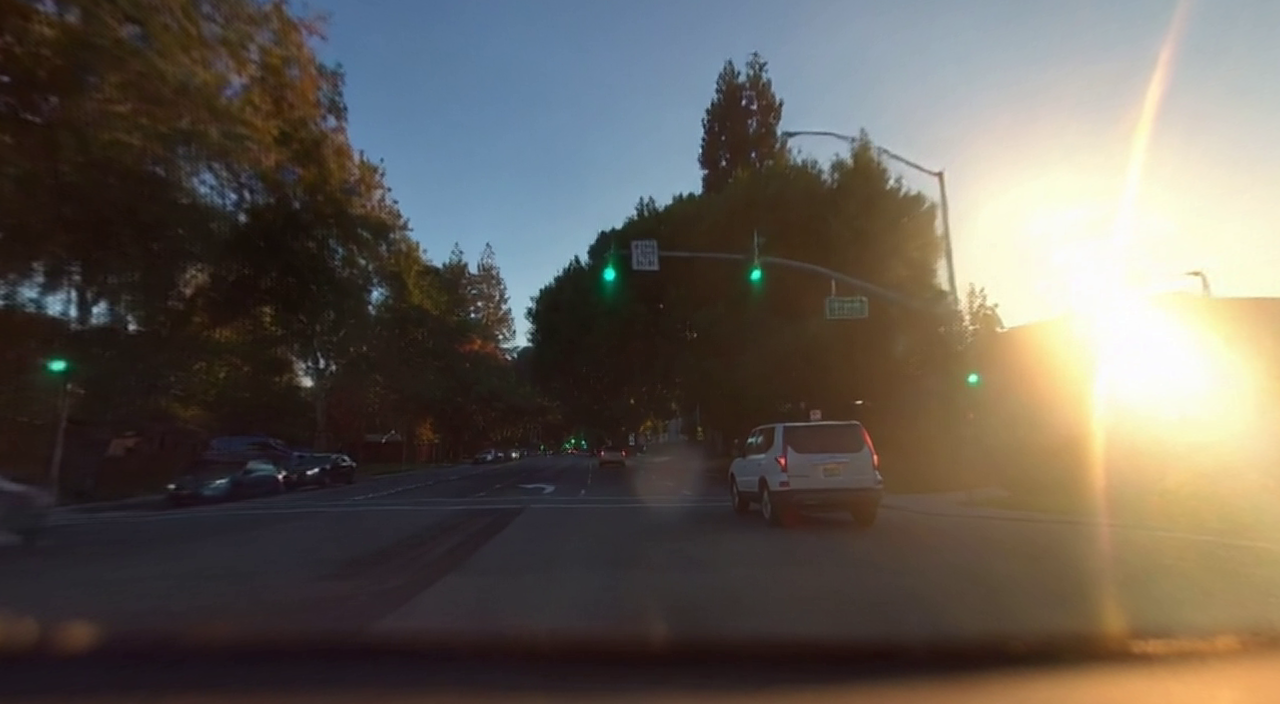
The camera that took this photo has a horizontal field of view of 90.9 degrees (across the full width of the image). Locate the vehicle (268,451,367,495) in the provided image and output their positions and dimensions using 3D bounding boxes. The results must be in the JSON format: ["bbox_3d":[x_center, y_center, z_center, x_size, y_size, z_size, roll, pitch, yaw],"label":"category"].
[{"bbox_3d":[-13.198,4.940,26.122,1.965,1.416,4.613,-3,-8,-4],"label":"vehicle"}]

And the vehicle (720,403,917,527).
[{"bbox_3d":[3.378,2.280,13.496,2.338,2.063,5.592,0,-8,-3],"label":"vehicle"}]

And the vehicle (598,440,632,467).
[{"bbox_3d":[-1.747,6.838,42.698,2.138,1.729,4.178,0,-8,-4],"label":"vehicle"}]

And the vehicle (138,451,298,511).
[{"bbox_3d":[-13.263,4.025,20.253,1.955,1.509,4.640,-3,-8,0],"label":"vehicle"}]
